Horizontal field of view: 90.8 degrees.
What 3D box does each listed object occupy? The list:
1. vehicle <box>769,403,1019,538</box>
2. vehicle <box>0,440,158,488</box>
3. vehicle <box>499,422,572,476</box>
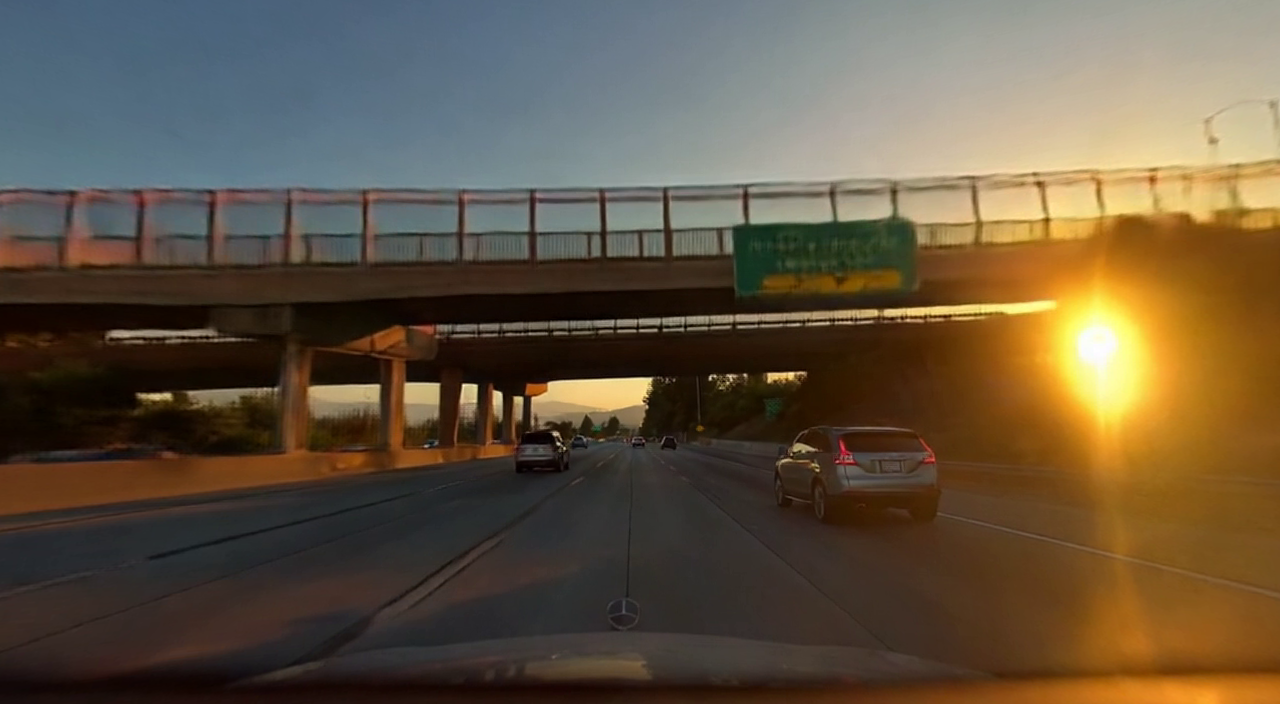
[{"bbox_3d":[3.790,1.878,10.551,2.185,1.749,4.477,0,-8,-2],"label":"vehicle"},{"bbox_3d":[-22.801,4.492,25.745,2.224,1.713,5.176,0,-9,0],"label":"vehicle"},{"bbox_3d":[-3.941,3.774,24.698,2.018,1.872,4.728,0,-8,0],"label":"vehicle"}]
